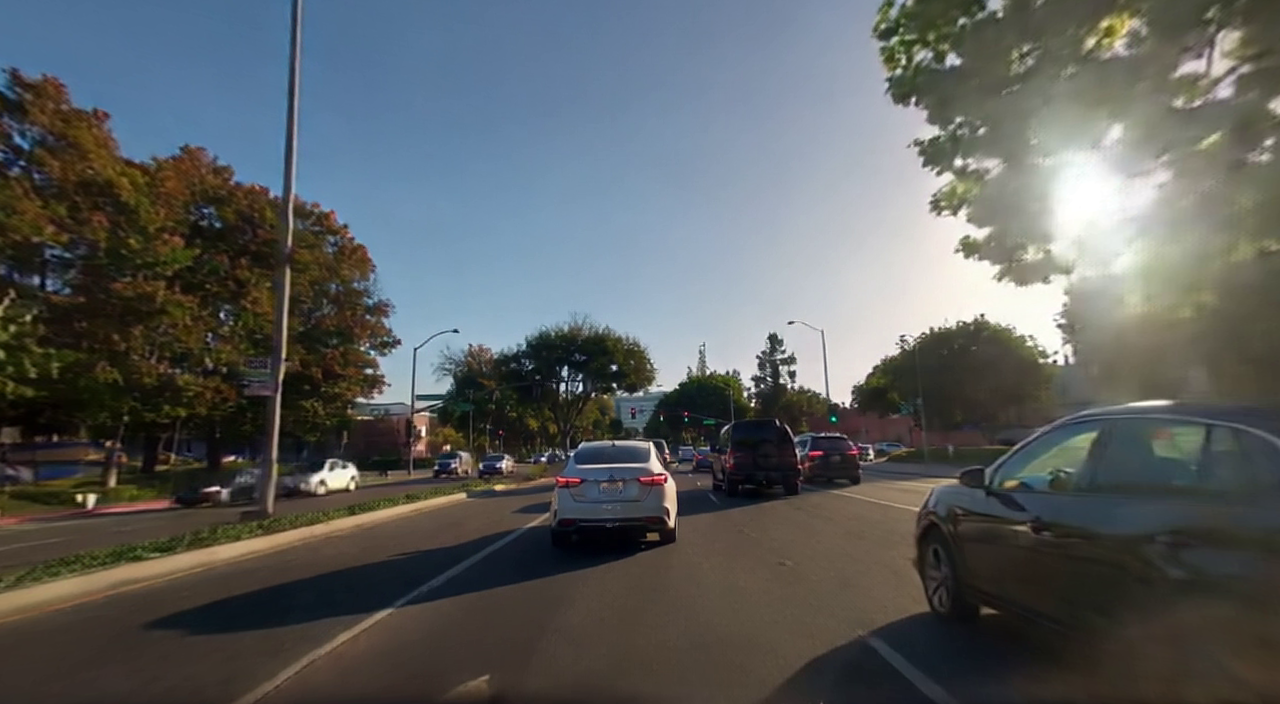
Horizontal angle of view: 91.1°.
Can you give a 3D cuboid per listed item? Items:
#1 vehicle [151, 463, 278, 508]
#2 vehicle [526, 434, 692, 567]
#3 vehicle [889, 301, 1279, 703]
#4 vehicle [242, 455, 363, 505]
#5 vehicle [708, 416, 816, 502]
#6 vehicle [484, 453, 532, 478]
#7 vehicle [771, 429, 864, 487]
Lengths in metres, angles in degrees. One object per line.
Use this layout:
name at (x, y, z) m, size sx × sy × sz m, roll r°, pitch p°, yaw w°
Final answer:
vehicle at (-16.284, 5.099, 24.341) m, size 1.853 × 1.485 × 4.221 m, roll 0°, pitch -9°, yaw 1°
vehicle at (-0.362, 2.198, 10.079) m, size 2.111 × 1.676 × 4.018 m, roll 0°, pitch -9°, yaw 1°
vehicle at (3.264, 1.001, 3.470) m, size 1.982 × 1.960 × 4.427 m, roll 0°, pitch -9°, yaw 1°
vehicle at (-12.533, 4.752, 23.715) m, size 1.926 × 1.598 × 4.509 m, roll 0°, pitch -9°, yaw 2°
vehicle at (3.851, 3.540, 21.151) m, size 2.516 × 2.481 × 5.766 m, roll 0°, pitch -9°, yaw 1°
vehicle at (-8.434, 7.275, 40.546) m, size 2.050 × 1.498 × 4.238 m, roll 0°, pitch -9°, yaw 2°
vehicle at (7.596, 4.607, 27.630) m, size 2.627 × 2.252 × 5.236 m, roll 0°, pitch -9°, yaw 1°
